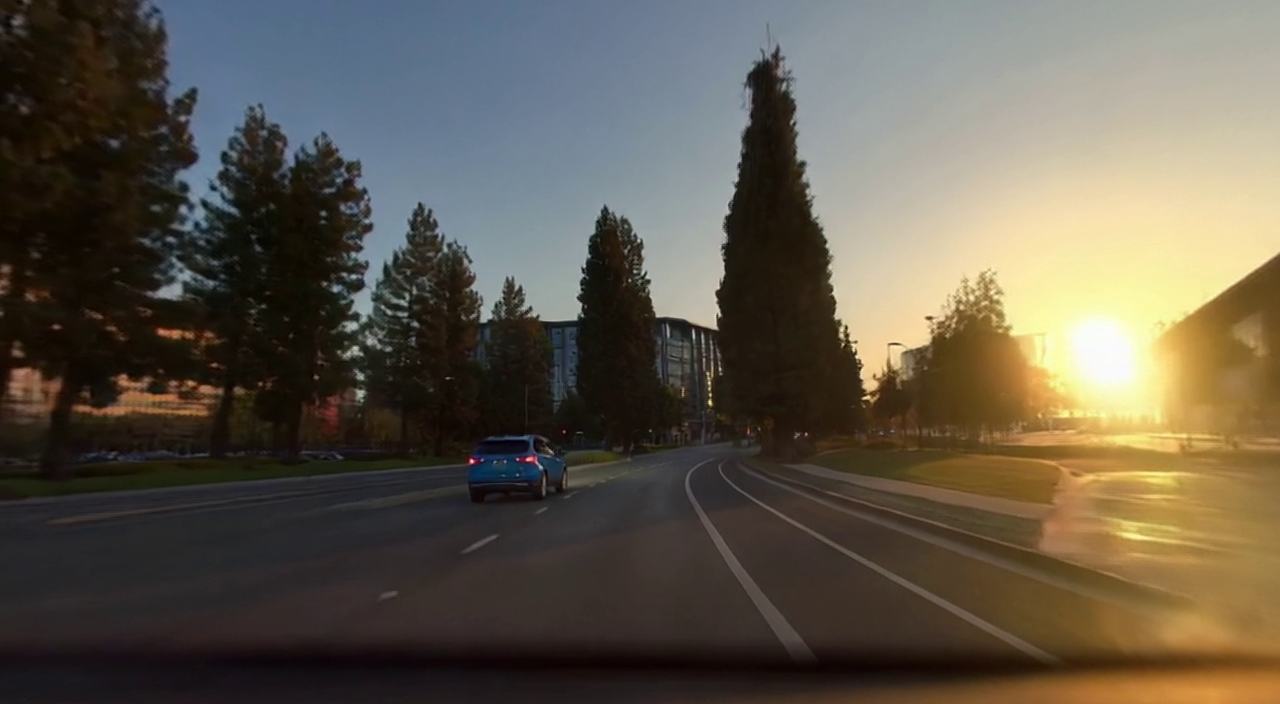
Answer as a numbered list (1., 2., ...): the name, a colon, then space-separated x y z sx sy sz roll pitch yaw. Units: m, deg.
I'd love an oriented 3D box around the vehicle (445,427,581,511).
1. vehicle: -2.882 2.789 15.469 2.121 1.724 4.392 -1 -9 4
